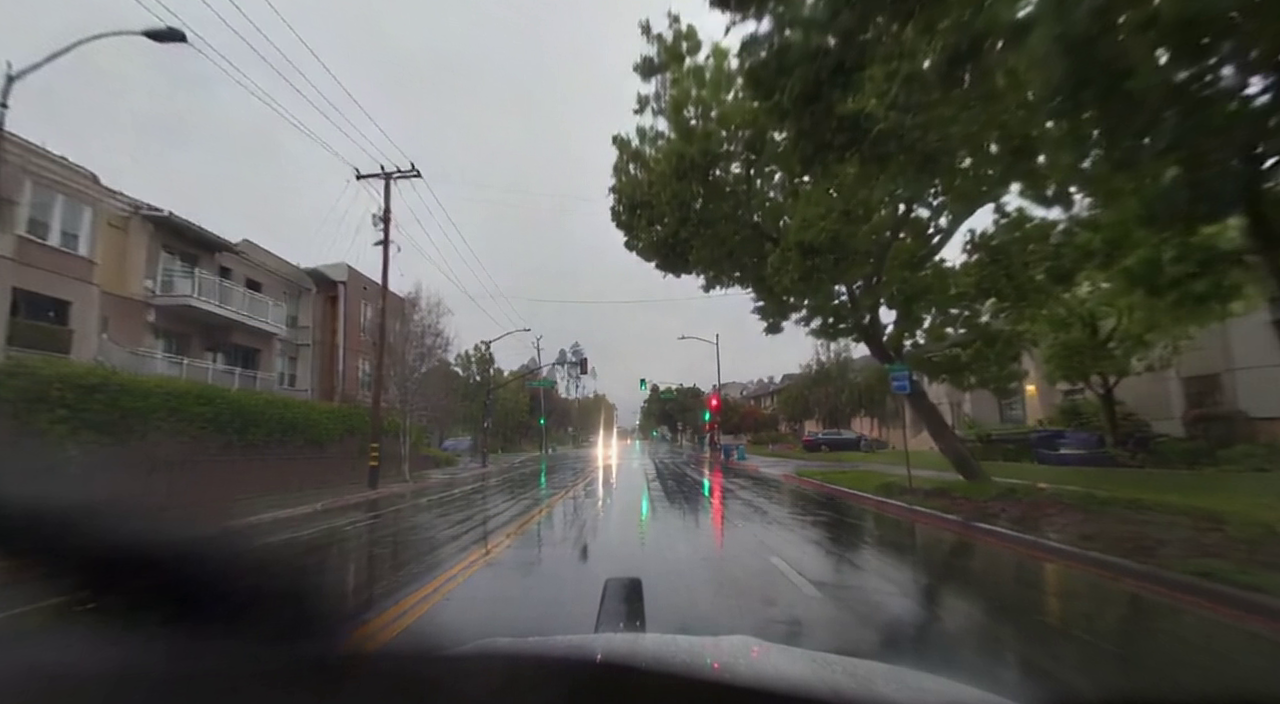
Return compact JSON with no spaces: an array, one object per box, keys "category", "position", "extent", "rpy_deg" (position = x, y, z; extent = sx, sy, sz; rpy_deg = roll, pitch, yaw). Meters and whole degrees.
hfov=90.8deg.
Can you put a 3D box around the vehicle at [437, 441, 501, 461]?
[{"category":"vehicle","position":[-12.551,7.282,46.575],"extent":[4.135,1.424,1.945],"rpy_deg":[-1,-9,4]}]

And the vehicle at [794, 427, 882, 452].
[{"category":"vehicle","position":[12.686,5.644,40.667],"extent":[4.908,1.521,2.108],"rpy_deg":[0,-8,-4]}]
